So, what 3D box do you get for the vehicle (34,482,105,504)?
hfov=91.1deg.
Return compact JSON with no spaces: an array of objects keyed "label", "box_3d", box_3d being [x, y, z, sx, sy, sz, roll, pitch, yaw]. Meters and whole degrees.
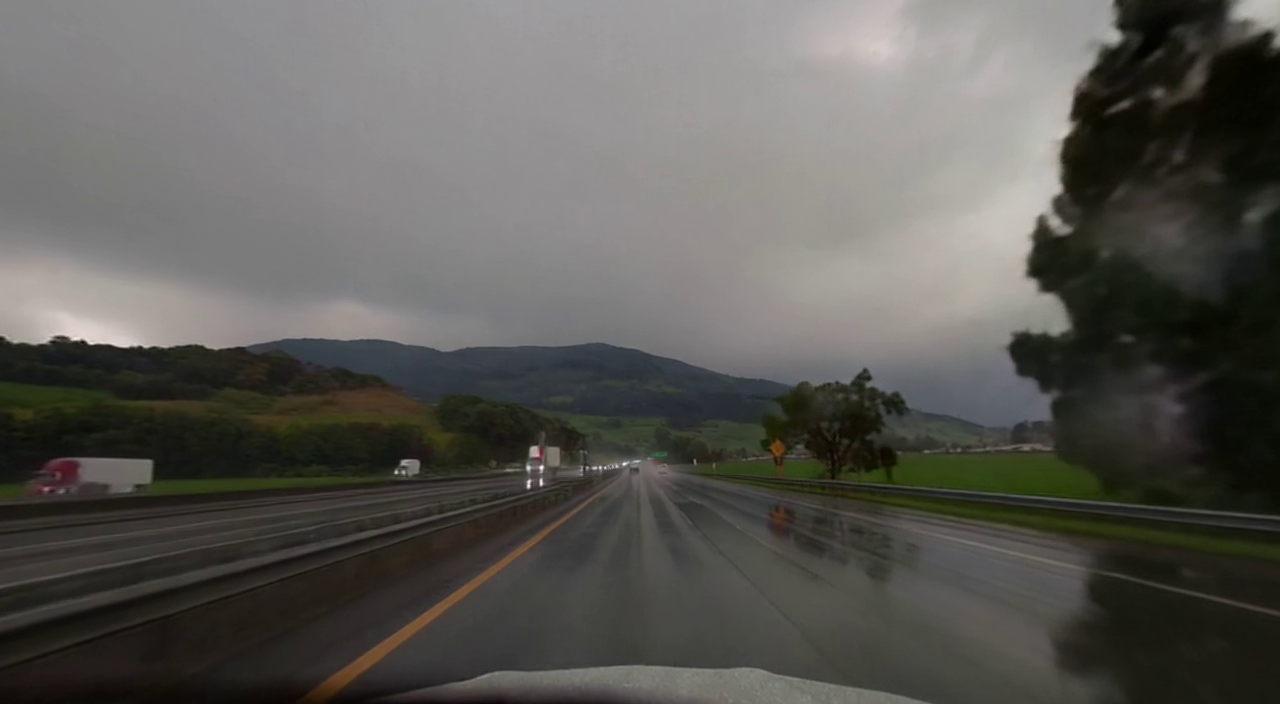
[{"label":"vehicle","box_3d":[-45.105,11.171,49.759,1.772,1.511,4.078,1,-10,0]}]
